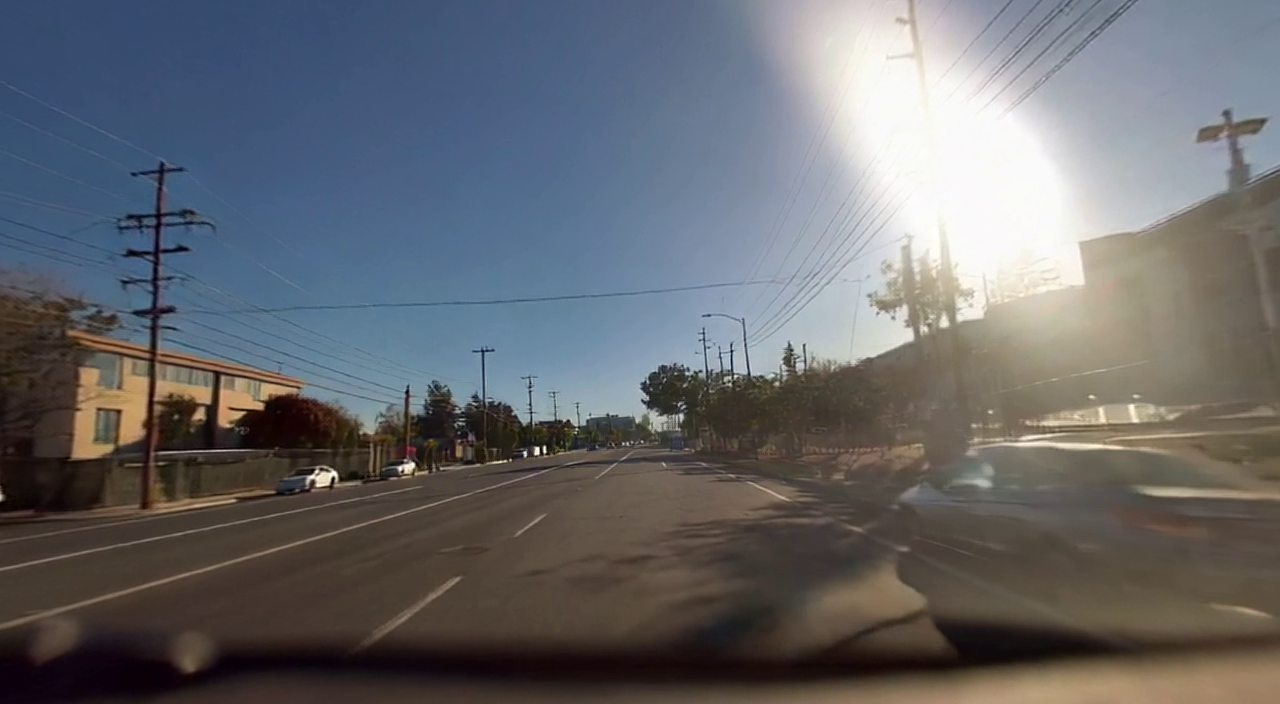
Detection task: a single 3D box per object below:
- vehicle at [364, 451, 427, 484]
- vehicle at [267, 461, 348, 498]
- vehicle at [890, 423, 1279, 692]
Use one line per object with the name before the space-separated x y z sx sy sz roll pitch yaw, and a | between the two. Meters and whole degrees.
vehicle | -17.674 8.305 46.085 2.228 1.969 5.694 -7 -9 0
vehicle | -17.682 6.762 33.885 1.931 1.501 4.564 -6 -9 -1
vehicle | 4.190 1.439 5.727 2.002 1.459 4.357 -1 -8 -1
